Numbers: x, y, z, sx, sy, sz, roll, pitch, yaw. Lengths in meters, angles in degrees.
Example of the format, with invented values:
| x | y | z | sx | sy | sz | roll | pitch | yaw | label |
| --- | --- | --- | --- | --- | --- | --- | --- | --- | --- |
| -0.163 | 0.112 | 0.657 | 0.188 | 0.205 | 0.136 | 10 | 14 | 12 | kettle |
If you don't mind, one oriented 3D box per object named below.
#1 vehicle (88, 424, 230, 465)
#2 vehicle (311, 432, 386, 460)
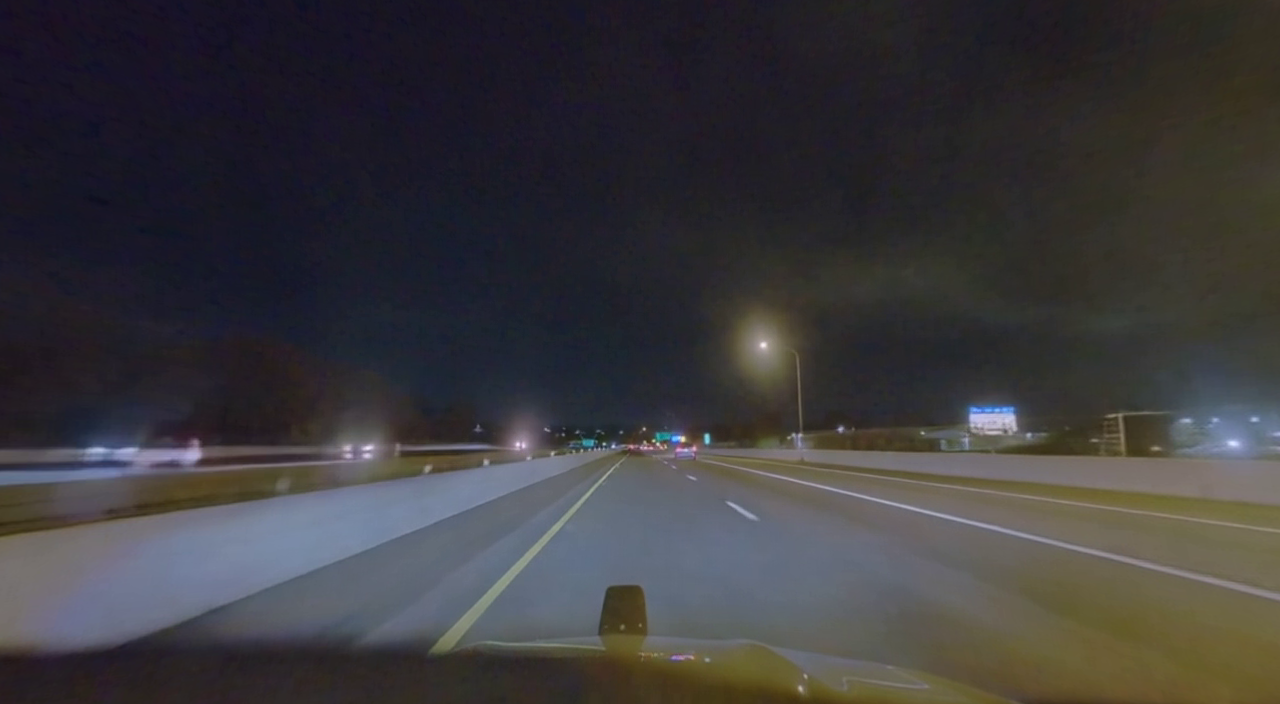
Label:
| x | y | z | sx | sy | sz | roll | pitch | yaw | label |
| --- | --- | --- | --- | --- | --- | --- | --- | --- | --- |
| -19.769 | 3.869 | 26.252 | 2.074 | 1.536 | 4.893 | 0 | -8 | 0 | vehicle |
| -16.157 | 5.256 | 35.210 | 2.033 | 1.463 | 4.515 | 0 | -8 | 0 | vehicle |
